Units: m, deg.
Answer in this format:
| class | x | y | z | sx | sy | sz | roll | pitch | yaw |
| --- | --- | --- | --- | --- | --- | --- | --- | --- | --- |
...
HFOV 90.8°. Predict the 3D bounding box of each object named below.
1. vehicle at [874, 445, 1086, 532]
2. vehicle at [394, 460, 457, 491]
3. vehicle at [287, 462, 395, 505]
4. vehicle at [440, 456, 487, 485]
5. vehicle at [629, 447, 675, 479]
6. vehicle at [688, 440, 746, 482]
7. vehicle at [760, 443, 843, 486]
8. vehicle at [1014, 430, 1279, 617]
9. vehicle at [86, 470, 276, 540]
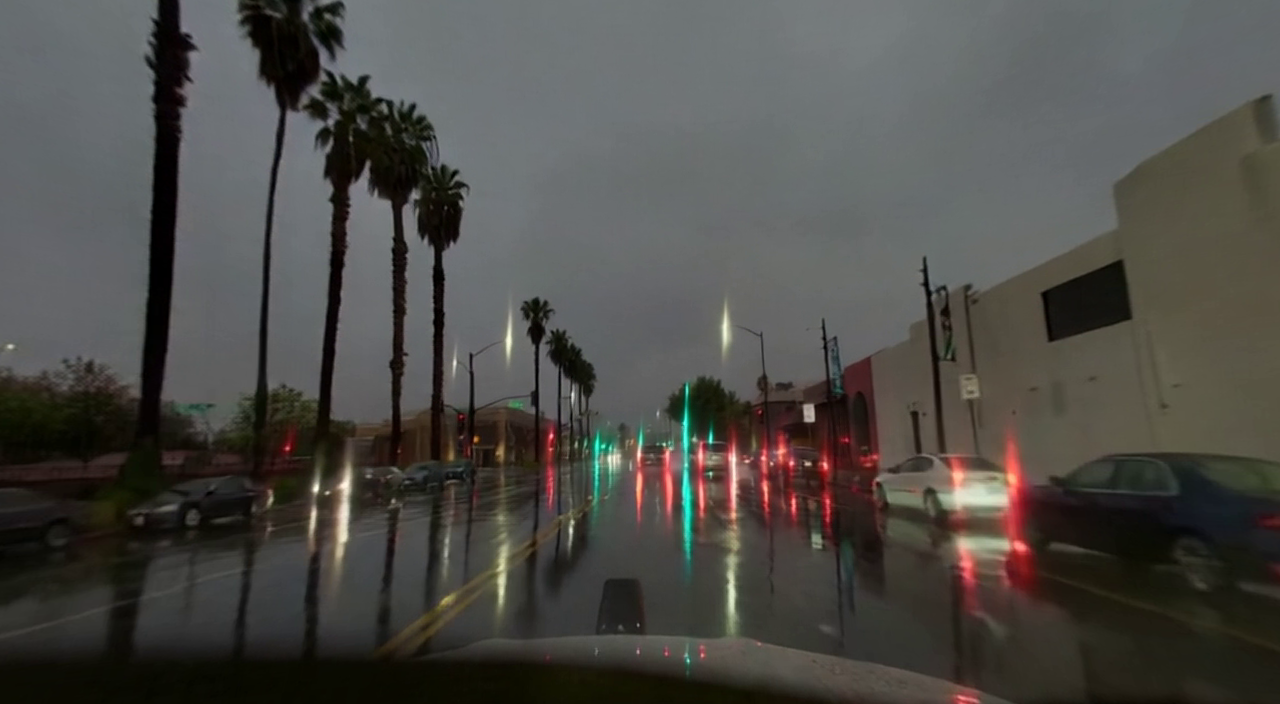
| class | x | y | z | sx | sy | sz | roll | pitch | yaw |
| --- | --- | --- | --- | --- | --- | --- | --- | --- | --- |
| vehicle | 6.732 | 2.704 | 13.215 | 1.932 | 1.464 | 4.475 | 0 | -9 | 0 |
| vehicle | -11.842 | 6.883 | 35.209 | 1.978 | 1.501 | 4.355 | -3 | -11 | 0 |
| vehicle | -12.092 | 5.401 | 25.961 | 2.188 | 1.490 | 4.511 | -3 | -12 | 0 |
| vehicle | -11.857 | 8.043 | 42.692 | 1.949 | 1.682 | 4.094 | -3 | -12 | 0 |
| vehicle | 0.563 | 5.393 | 31.025 | 2.088 | 1.452 | 3.993 | 0 | -9 | 0 |
| vehicle | 3.295 | 4.783 | 27.956 | 2.003 | 1.702 | 4.288 | 0 | -9 | 0 |
| vehicle | 6.746 | 4.736 | 26.949 | 2.174 | 1.643 | 4.860 | 0 | -9 | -1 |
| vehicle | 6.466 | 1.728 | 7.233 | 1.914 | 1.560 | 4.278 | -1 | -9 | 3 |
| vehicle | -12.471 | 4.147 | 17.642 | 1.949 | 1.470 | 4.532 | 0 | -9 | -1 |
